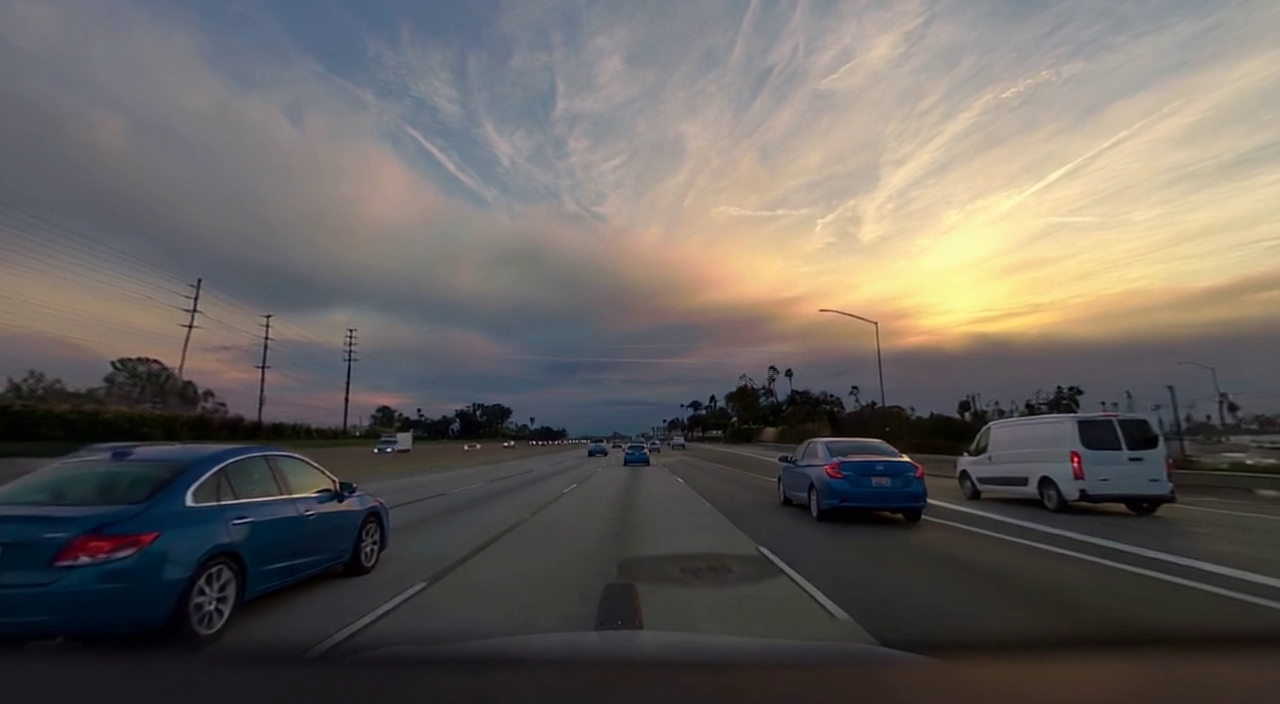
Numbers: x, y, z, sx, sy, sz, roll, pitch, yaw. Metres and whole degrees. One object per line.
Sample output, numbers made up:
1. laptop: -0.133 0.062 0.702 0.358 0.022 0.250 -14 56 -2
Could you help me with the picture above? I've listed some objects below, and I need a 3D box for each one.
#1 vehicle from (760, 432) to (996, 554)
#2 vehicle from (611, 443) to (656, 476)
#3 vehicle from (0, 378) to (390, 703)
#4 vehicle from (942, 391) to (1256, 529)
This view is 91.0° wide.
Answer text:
1. vehicle: 3.467 2.127 10.306 1.995 1.533 4.463 0 -8 -2
2. vehicle: -0.338 5.167 30.455 2.019 1.472 3.971 0 -8 -2
3. vehicle: -3.766 1.149 4.276 2.251 1.575 4.488 0 -8 0
4. vehicle: 8.976 2.192 13.260 2.349 2.280 5.423 0 -9 -2
